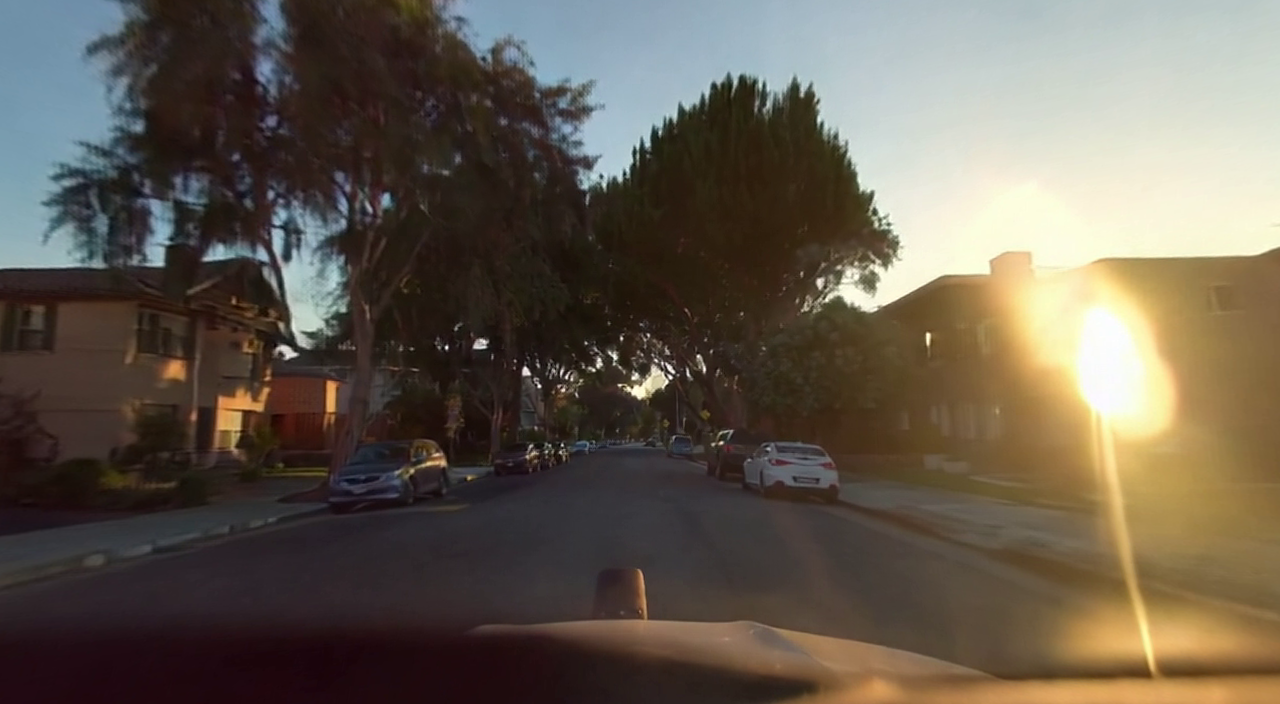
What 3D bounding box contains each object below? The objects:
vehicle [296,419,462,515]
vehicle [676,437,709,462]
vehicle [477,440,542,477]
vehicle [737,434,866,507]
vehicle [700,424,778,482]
[{"bbox_3d":[-5.909,2.693,15.026,2.106,1.760,4.573,-4,-9,-2],"label":"vehicle"},{"bbox_3d":[3.787,7.145,46.516,1.952,1.738,4.518,0,-9,-1],"label":"vehicle"},{"bbox_3d":[-5.758,4.752,28.427,1.998,1.485,4.476,0,-8,-1],"label":"vehicle"},{"bbox_3d":[3.736,2.820,15.479,1.968,1.505,4.368,0,-9,0],"label":"vehicle"},{"bbox_3d":[3.629,3.829,24.212,2.158,1.977,4.750,0,-9,-1],"label":"vehicle"}]
